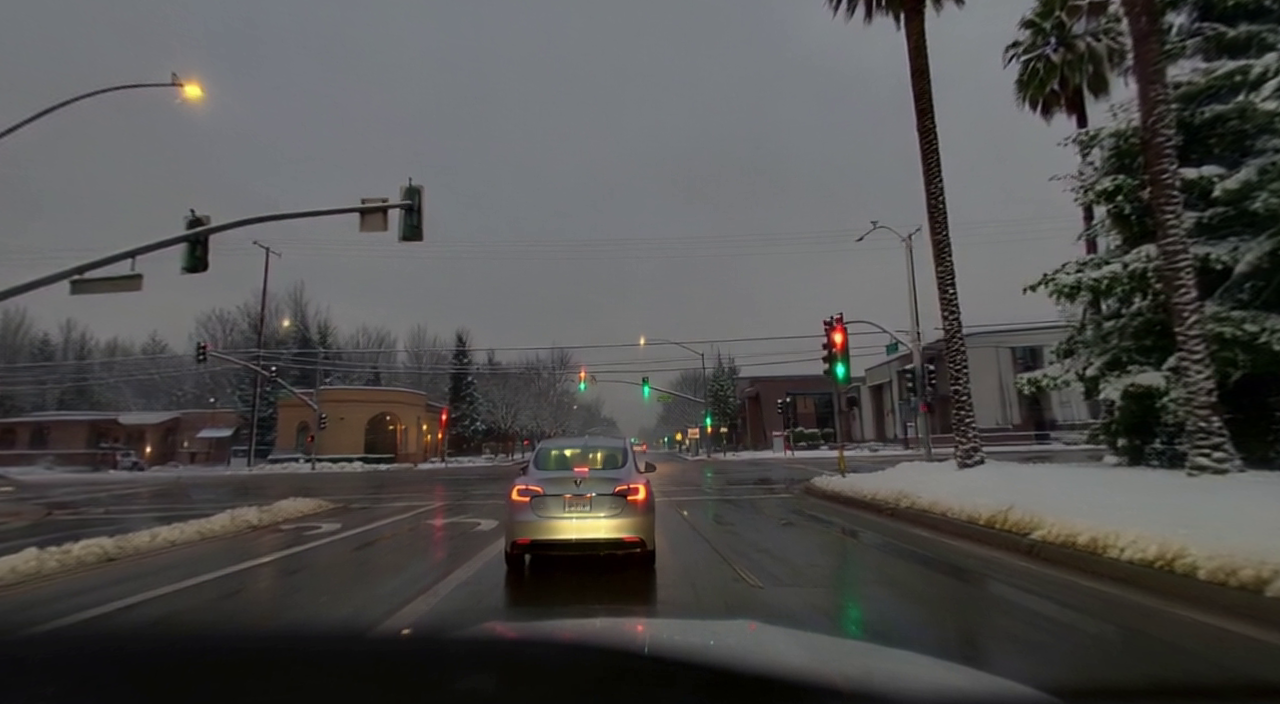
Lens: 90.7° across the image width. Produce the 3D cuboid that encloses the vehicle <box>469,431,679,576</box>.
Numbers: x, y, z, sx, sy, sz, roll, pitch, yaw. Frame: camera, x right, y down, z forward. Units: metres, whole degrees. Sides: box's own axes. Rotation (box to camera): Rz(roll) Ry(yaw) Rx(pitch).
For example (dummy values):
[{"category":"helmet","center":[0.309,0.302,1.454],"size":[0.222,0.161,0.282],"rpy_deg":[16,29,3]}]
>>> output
[{"category":"vehicle","center":[-0.723,1.884,8.719],"size":[2.152,1.478,4.229],"rpy_deg":[0,-8,-1]}]
